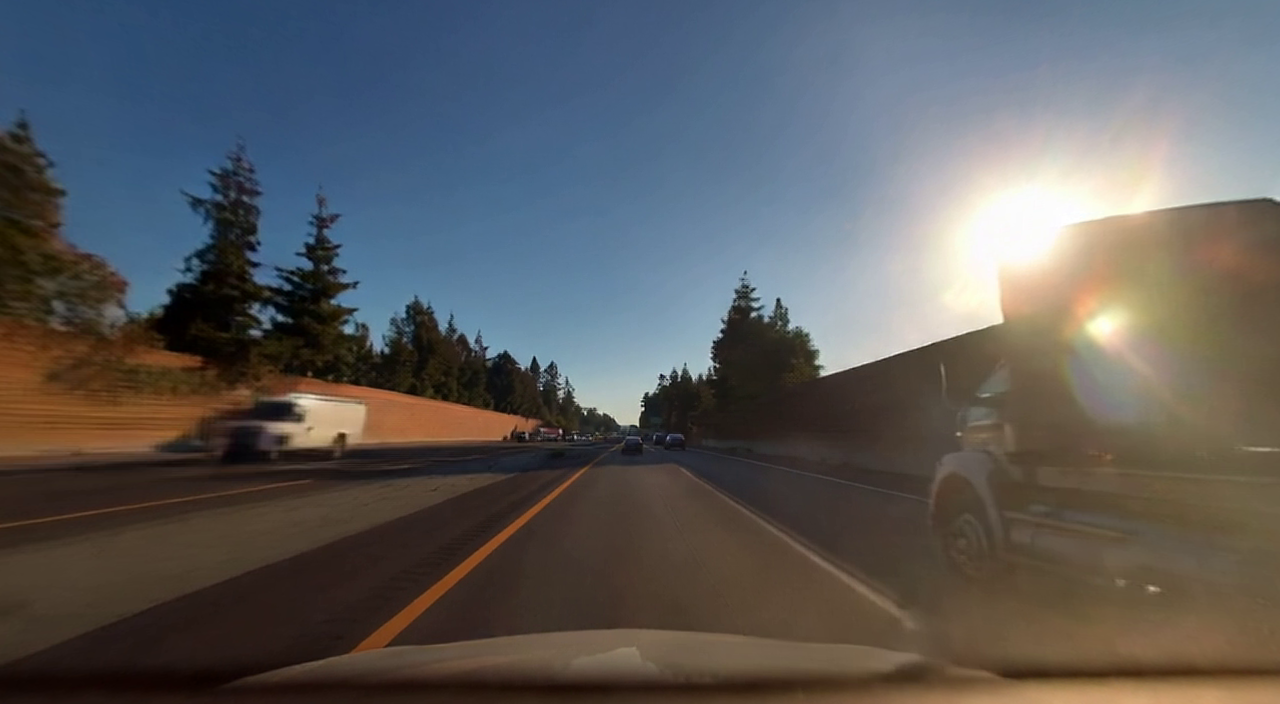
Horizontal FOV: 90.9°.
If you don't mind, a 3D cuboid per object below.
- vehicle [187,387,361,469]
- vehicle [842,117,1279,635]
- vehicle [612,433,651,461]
[{"bbox_3d":[-12.776,2.797,22.793,2.332,2.493,6.723,0,-8,-1],"label":"vehicle"},{"bbox_3d":[4.222,0.289,6.575,3.009,4.109,3.167,0,-8,0],"label":"vehicle"},{"bbox_3d":[-0.480,5.362,35.782,2.119,1.480,4.000,0,-8,-1],"label":"vehicle"}]
